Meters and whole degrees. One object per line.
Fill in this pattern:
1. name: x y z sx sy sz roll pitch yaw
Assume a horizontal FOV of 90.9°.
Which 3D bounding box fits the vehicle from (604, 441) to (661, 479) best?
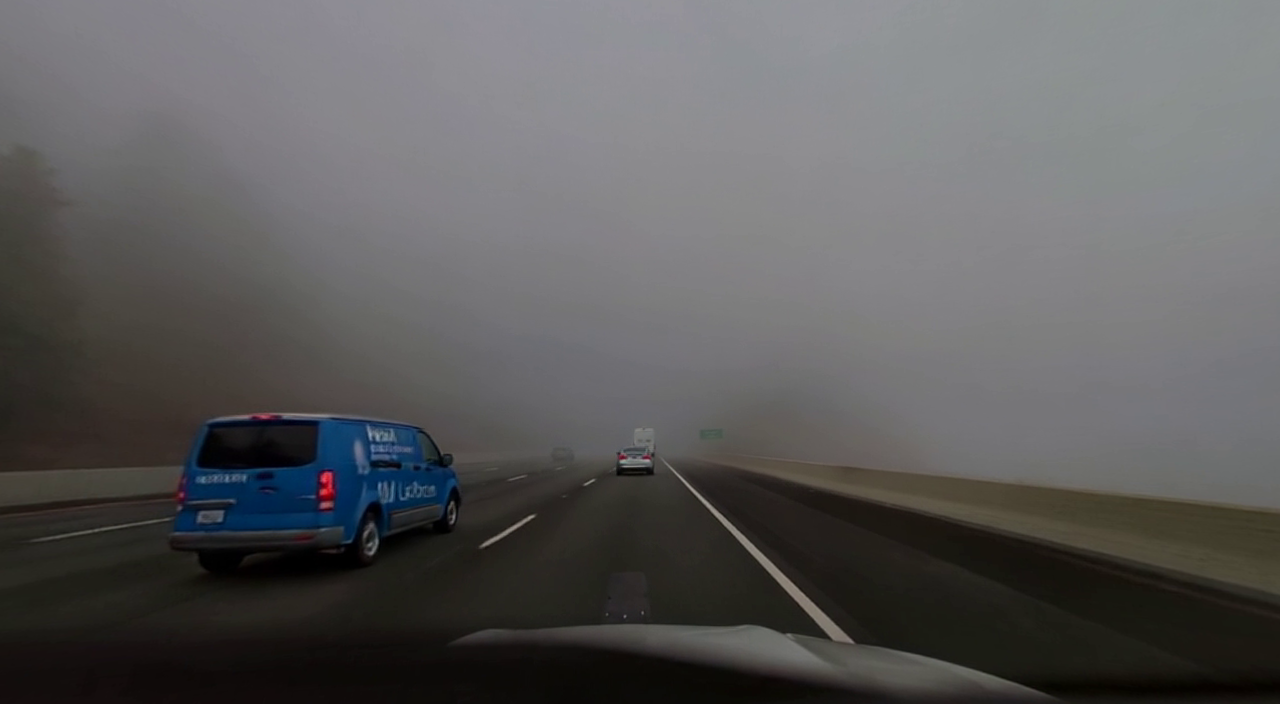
1. vehicle: -0.250 4.544 26.741 2.238 1.479 3.672 0 -9 1
